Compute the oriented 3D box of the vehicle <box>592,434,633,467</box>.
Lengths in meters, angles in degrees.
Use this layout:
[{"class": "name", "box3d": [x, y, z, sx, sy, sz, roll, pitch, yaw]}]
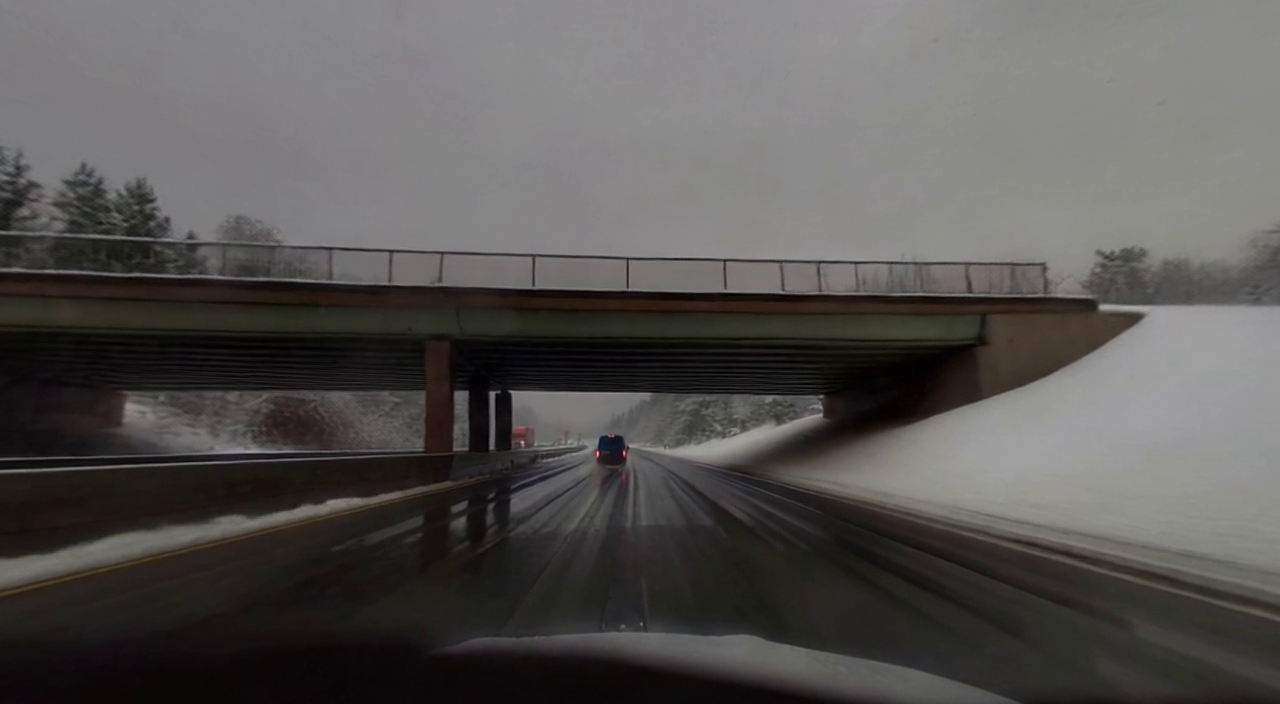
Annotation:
[{"class": "vehicle", "box3d": [-1.672, 6.102, 39.138, 2.372, 1.891, 5.061, 0, -8, -2]}]
